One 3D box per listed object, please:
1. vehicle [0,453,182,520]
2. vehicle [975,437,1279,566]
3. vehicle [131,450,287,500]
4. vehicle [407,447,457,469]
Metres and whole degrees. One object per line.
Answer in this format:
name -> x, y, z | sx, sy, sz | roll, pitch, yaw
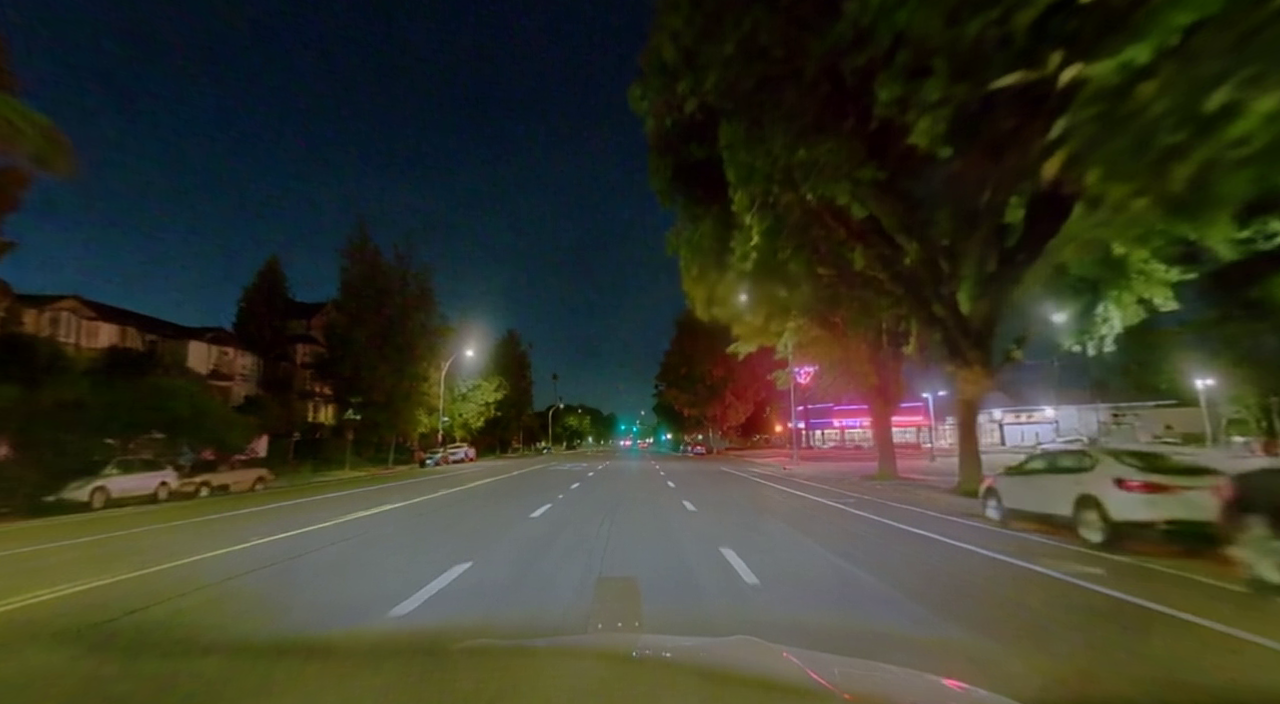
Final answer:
vehicle -> -14.800, 3.463, 16.770 | 1.836, 1.473, 4.413 | -1, -9, 2
vehicle -> 7.252, 2.055, 9.532 | 1.954, 1.460, 4.388 | 0, -9, 0
vehicle -> -14.820, 4.214, 22.162 | 2.124, 1.501, 4.807 | 0, -9, -1
vehicle -> -15.147, 7.708, 46.267 | 2.106, 1.479, 4.541 | 0, -9, 1
